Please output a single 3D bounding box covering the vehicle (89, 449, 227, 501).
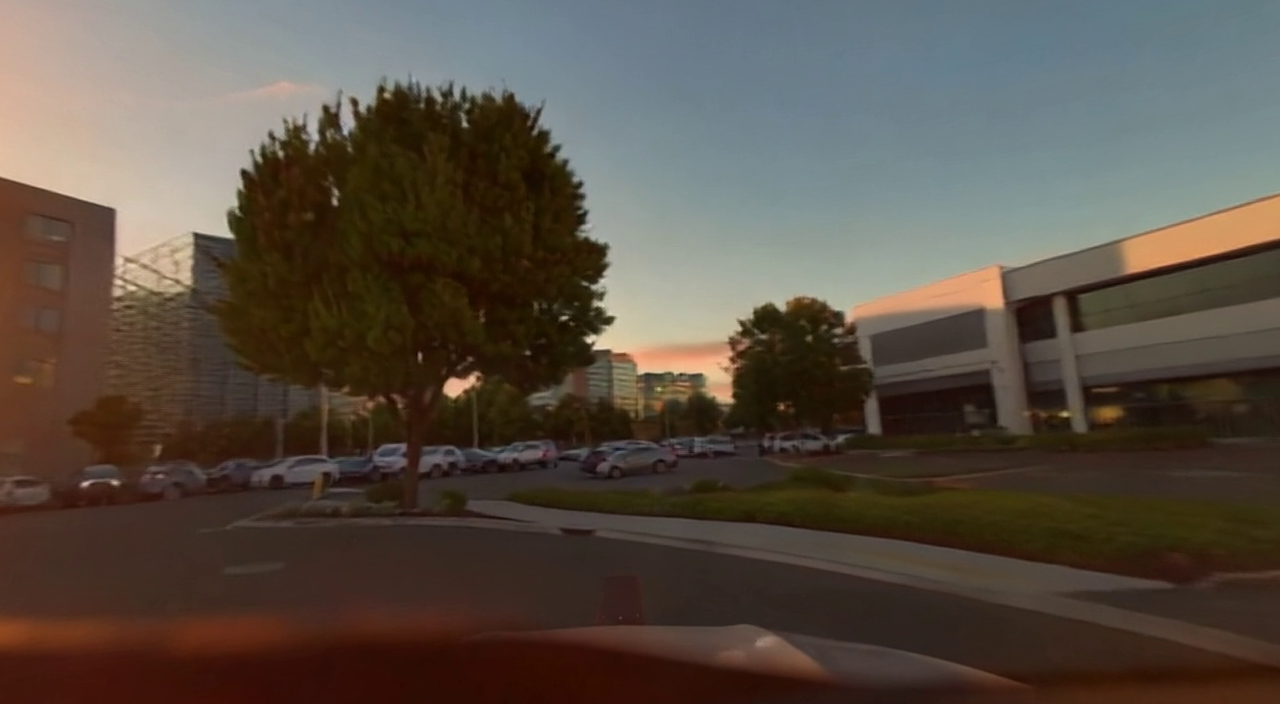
[{"bbox_3d":[-17.839,4.549,23.354,4.934,1.543,1.915,-8,-11,25],"label":"vehicle"}]

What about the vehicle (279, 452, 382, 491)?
[{"bbox_3d":[-14.802,5.713,30.204,4.622,1.479,1.849,-8,-11,22],"label":"vehicle"}]

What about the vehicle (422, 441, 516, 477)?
[{"bbox_3d":[-10.618,6.664,39.279,5.285,1.837,2.318,-8,-10,21],"label":"vehicle"}]

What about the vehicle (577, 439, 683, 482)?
[{"bbox_3d":[-0.523,5.326,30.969,4.755,1.707,1.889,-9,-11,24],"label":"vehicle"}]
